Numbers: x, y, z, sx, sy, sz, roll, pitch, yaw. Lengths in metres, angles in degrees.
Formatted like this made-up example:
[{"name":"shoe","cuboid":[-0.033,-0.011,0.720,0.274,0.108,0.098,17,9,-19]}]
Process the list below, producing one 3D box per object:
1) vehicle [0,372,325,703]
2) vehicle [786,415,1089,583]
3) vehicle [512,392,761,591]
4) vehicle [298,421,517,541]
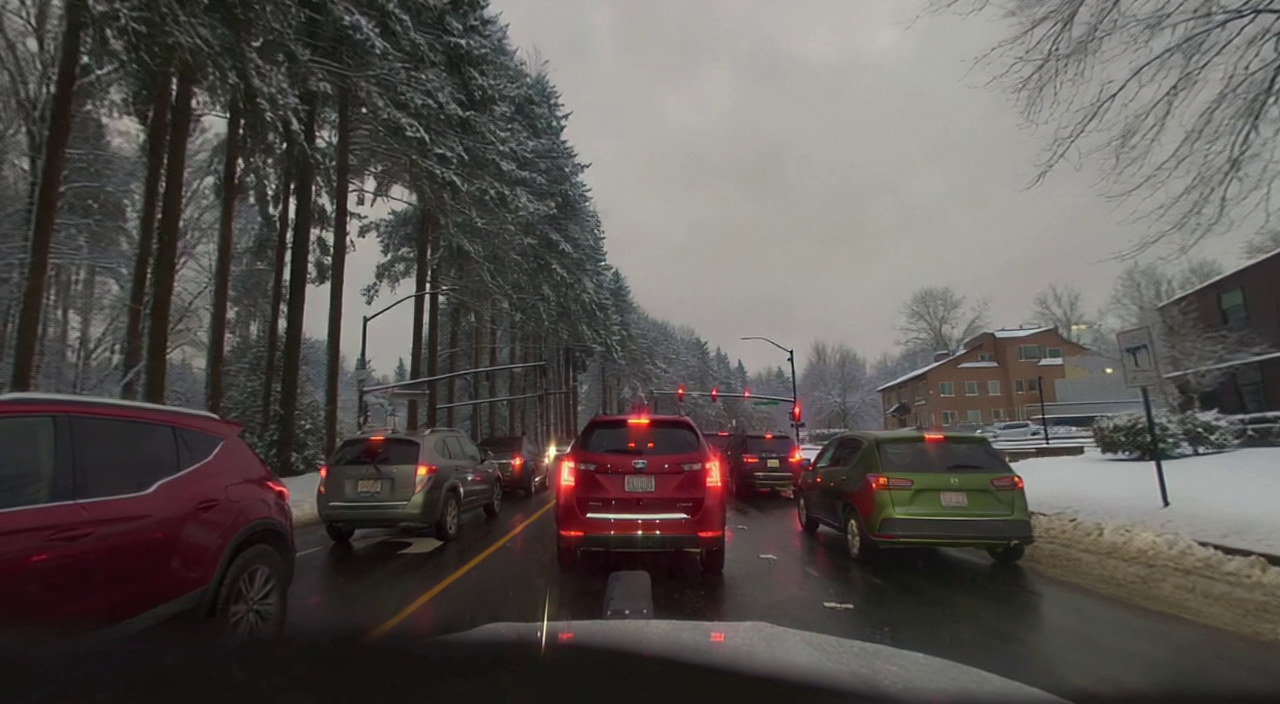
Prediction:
[{"name":"vehicle","cuboid":[-3.778,0.992,3.309,1.929,1.641,4.193,0,-8,2]},{"name":"vehicle","cuboid":[3.261,1.665,7.867,1.922,1.579,3.642,0,-8,-1]},{"name":"vehicle","cuboid":[-0.009,1.530,7.657,2.193,1.744,4.033,0,-8,1]},{"name":"vehicle","cuboid":[-3.653,2.110,10.933,2.042,1.641,4.314,0,-8,1]}]
